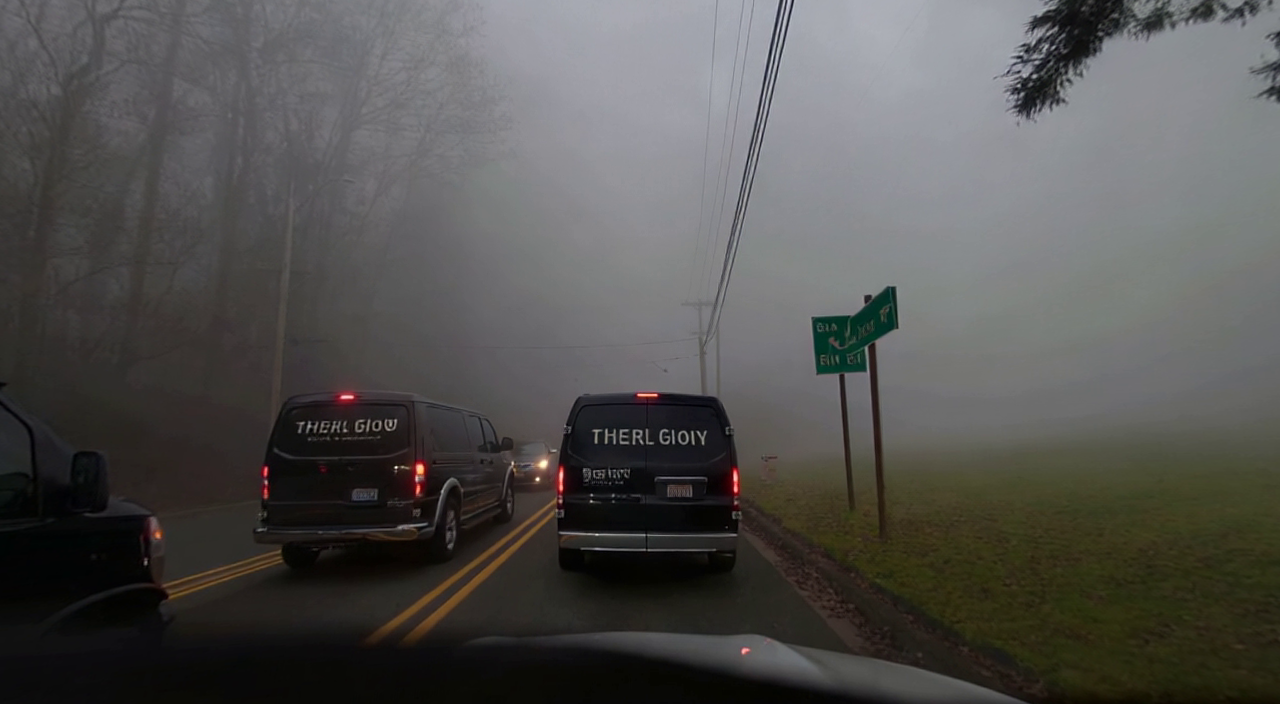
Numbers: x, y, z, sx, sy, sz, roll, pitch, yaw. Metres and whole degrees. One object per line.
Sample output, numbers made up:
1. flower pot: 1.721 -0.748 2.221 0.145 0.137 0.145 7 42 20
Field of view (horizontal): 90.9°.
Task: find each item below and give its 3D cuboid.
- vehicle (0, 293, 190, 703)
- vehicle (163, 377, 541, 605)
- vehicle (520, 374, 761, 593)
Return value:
1. vehicle: -3.150 0.466 0.244 2.160 1.796 4.997 0 -8 1
2. vehicle: -2.755 1.483 7.620 2.109 1.851 4.749 -1 -8 3
3. vehicle: 0.109 1.462 7.693 2.117 1.911 4.095 -1 -8 3
